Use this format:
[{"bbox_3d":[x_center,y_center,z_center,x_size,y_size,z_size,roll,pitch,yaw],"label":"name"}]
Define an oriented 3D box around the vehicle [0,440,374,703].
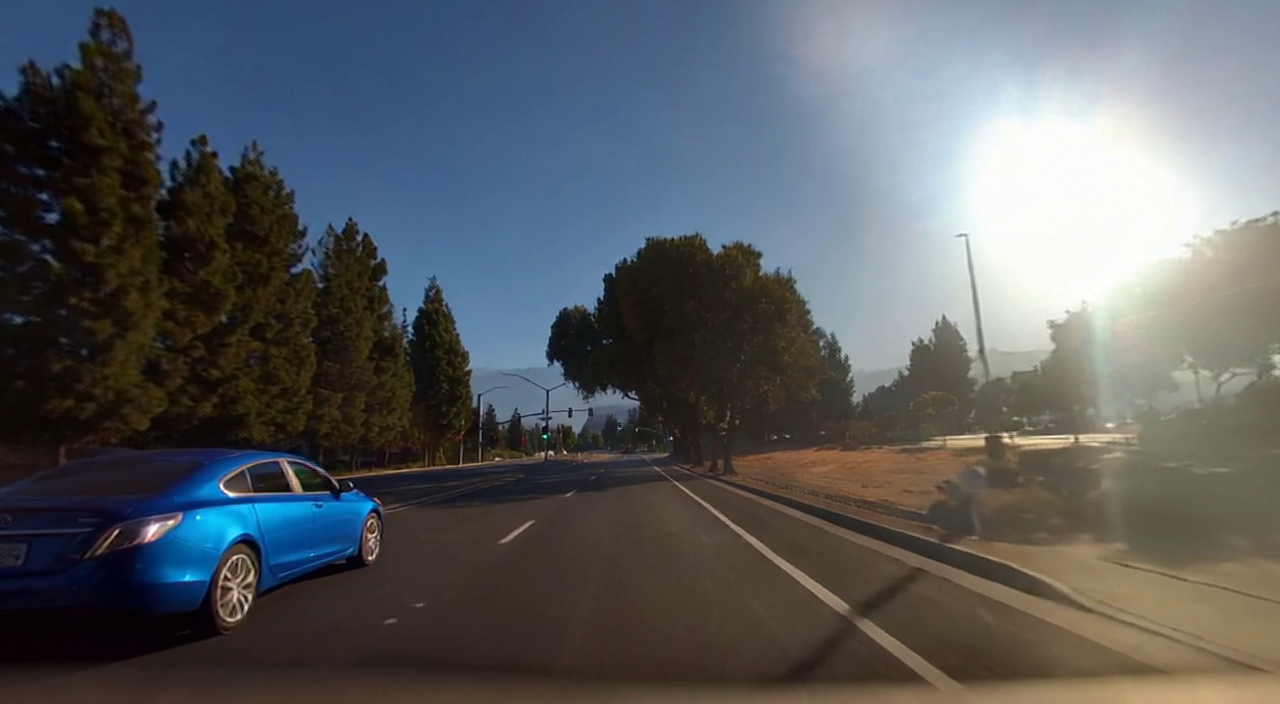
[{"bbox_3d":[-4.097,1.480,5.262,1.946,1.437,4.154,0,-8,0],"label":"vehicle"}]
